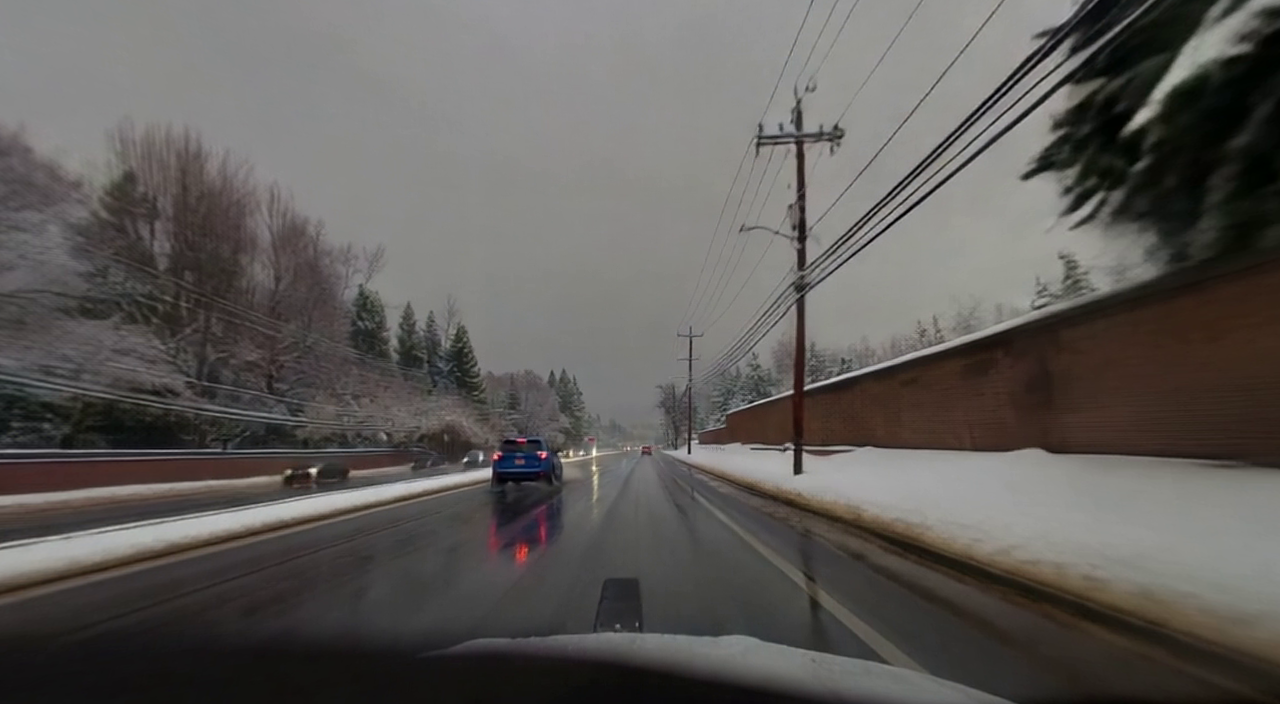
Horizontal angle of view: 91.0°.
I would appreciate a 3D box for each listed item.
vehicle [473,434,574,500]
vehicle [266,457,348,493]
[{"bbox_3d":[-3.373,3.424,19.173,2.147,1.730,4.555,0,-9,1],"label":"vehicle"},{"bbox_3d":[-16.041,5.913,30.548,1.766,1.554,3.887,0,-9,1],"label":"vehicle"}]
